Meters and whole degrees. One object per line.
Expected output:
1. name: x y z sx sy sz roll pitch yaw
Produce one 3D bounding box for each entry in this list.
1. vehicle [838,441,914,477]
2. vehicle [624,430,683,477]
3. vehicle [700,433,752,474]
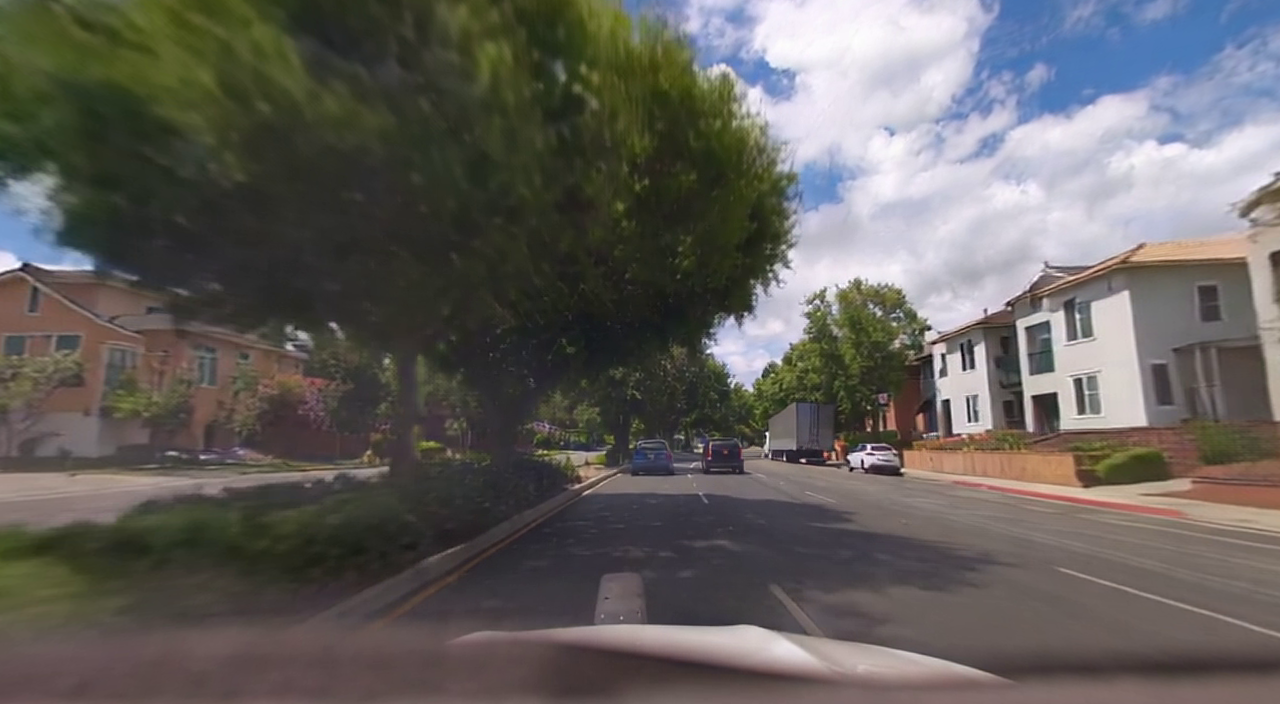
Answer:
1. vehicle: 10.914 4.982 29.608 1.901 1.496 4.948 0 -9 3
2. vehicle: 0.677 4.427 27.725 2.345 1.841 5.032 0 -9 3
3. vehicle: 4.007 4.837 30.213 2.033 1.823 4.409 0 -9 2
